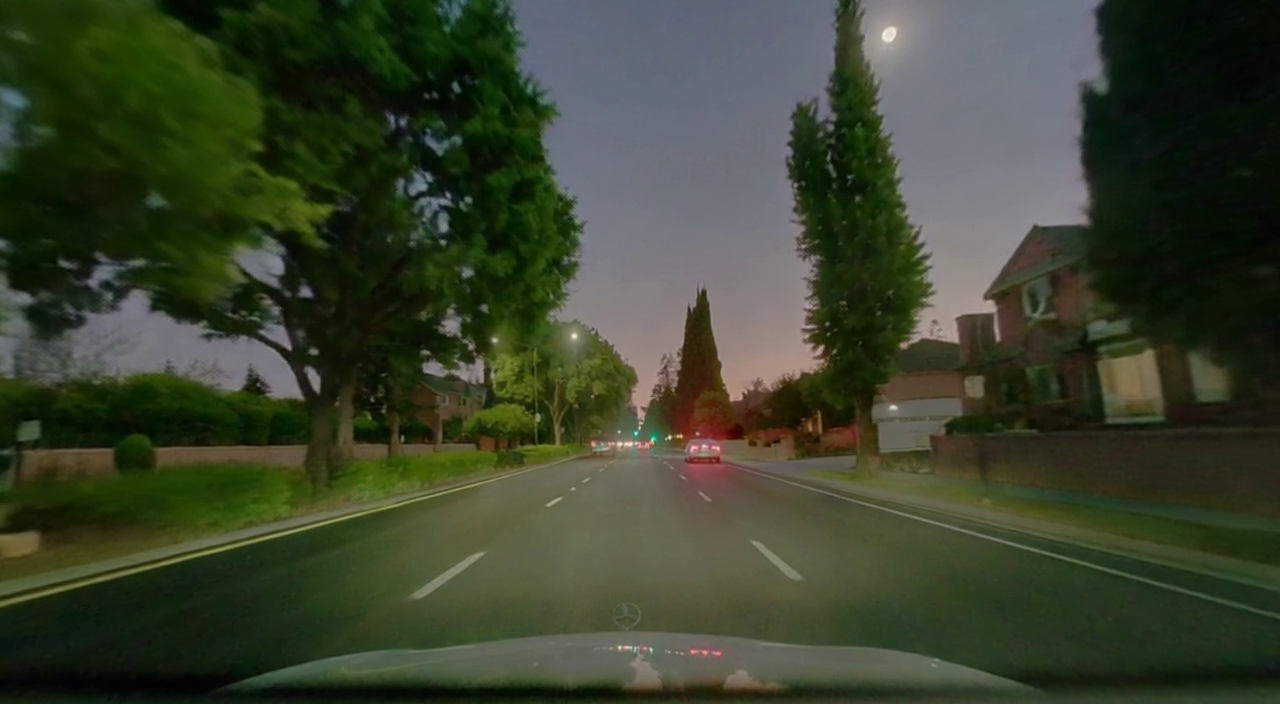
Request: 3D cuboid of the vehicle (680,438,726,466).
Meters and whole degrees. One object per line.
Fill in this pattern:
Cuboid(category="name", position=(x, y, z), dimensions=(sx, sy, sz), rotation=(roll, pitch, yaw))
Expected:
Cuboid(category="vehicle", position=(3.811, 6.132, 38.914), dimensions=(2.237, 1.578, 4.621), rotation=(0, -8, -1))
